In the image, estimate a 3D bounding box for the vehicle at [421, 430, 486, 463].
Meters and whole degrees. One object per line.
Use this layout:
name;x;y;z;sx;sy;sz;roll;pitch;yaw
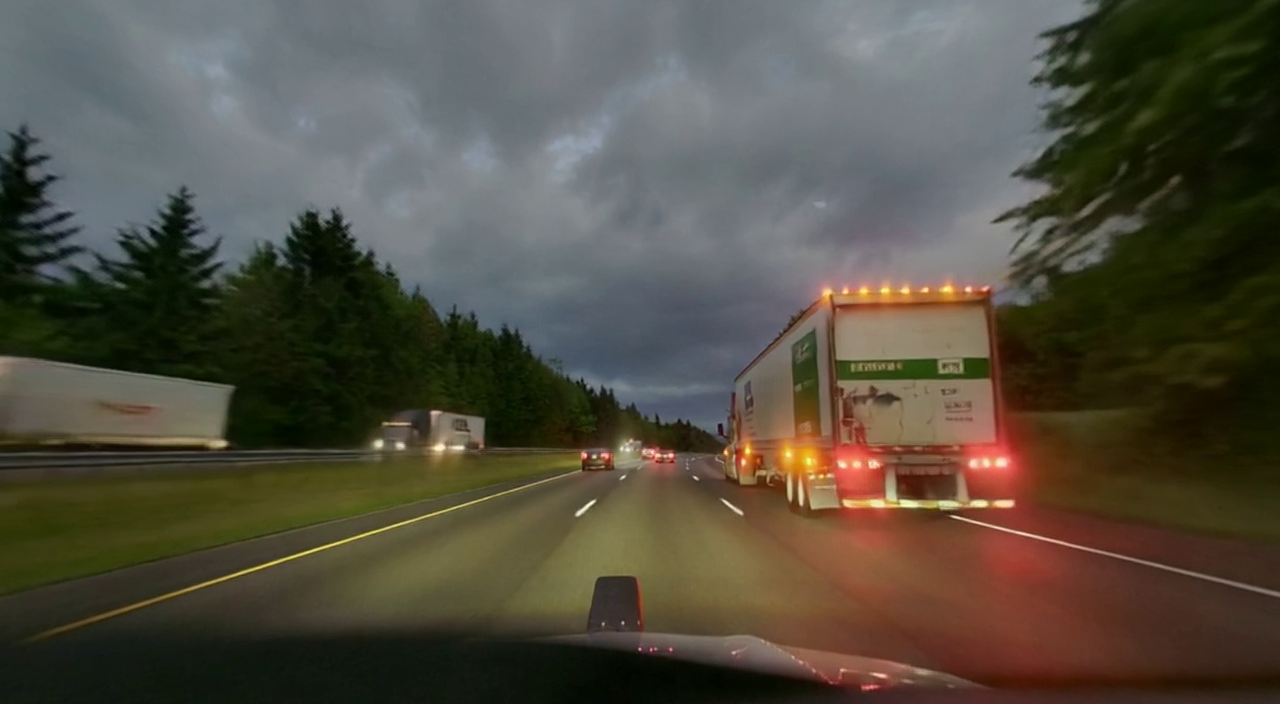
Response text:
vehicle;-10.936;5.613;37.269;2.114;1.777;4.794;0;-9;3

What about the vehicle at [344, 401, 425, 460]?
vehicle;-18.398;5.786;45.895;2.971;4.003;6.027;0;-8;3

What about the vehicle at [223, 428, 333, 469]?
vehicle;-15.509;4.176;27.320;2.037;1.612;4.337;0;-9;2

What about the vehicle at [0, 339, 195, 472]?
vehicle;-19.945;1.802;20.098;2.805;3.811;11.459;0;-8;1

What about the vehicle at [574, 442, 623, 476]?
vehicle;-2.191;5.864;34.703;2.205;1.728;4.397;0;-9;3

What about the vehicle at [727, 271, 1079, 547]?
vehicle;4.690;1.831;16.034;3.057;3.993;13.914;0;-9;0

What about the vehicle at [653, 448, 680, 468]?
vehicle;2.105;8.338;49.681;1.990;1.537;3.725;0;-9;3
